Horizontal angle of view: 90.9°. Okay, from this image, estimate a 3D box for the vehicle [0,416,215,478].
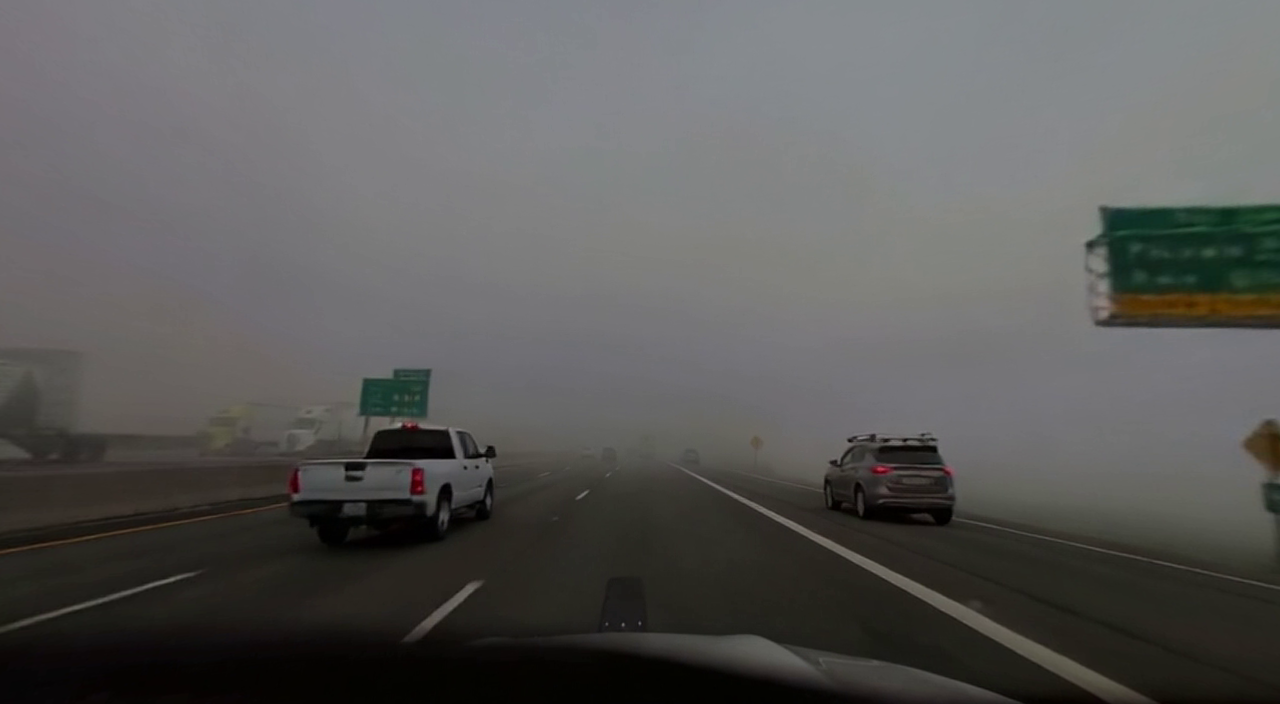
[{"bbox_3d":[-14.098,2.595,17.113,1.967,1.454,4.432,0,-9,0],"label":"vehicle"}]

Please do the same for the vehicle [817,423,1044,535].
[{"bbox_3d":[5.172,2.326,12.058,2.080,1.725,4.252,1,-9,-4],"label":"vehicle"}]

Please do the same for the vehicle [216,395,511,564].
[{"bbox_3d":[-3.722,1.865,9.917,2.220,1.928,5.176,0,-9,1],"label":"vehicle"}]
